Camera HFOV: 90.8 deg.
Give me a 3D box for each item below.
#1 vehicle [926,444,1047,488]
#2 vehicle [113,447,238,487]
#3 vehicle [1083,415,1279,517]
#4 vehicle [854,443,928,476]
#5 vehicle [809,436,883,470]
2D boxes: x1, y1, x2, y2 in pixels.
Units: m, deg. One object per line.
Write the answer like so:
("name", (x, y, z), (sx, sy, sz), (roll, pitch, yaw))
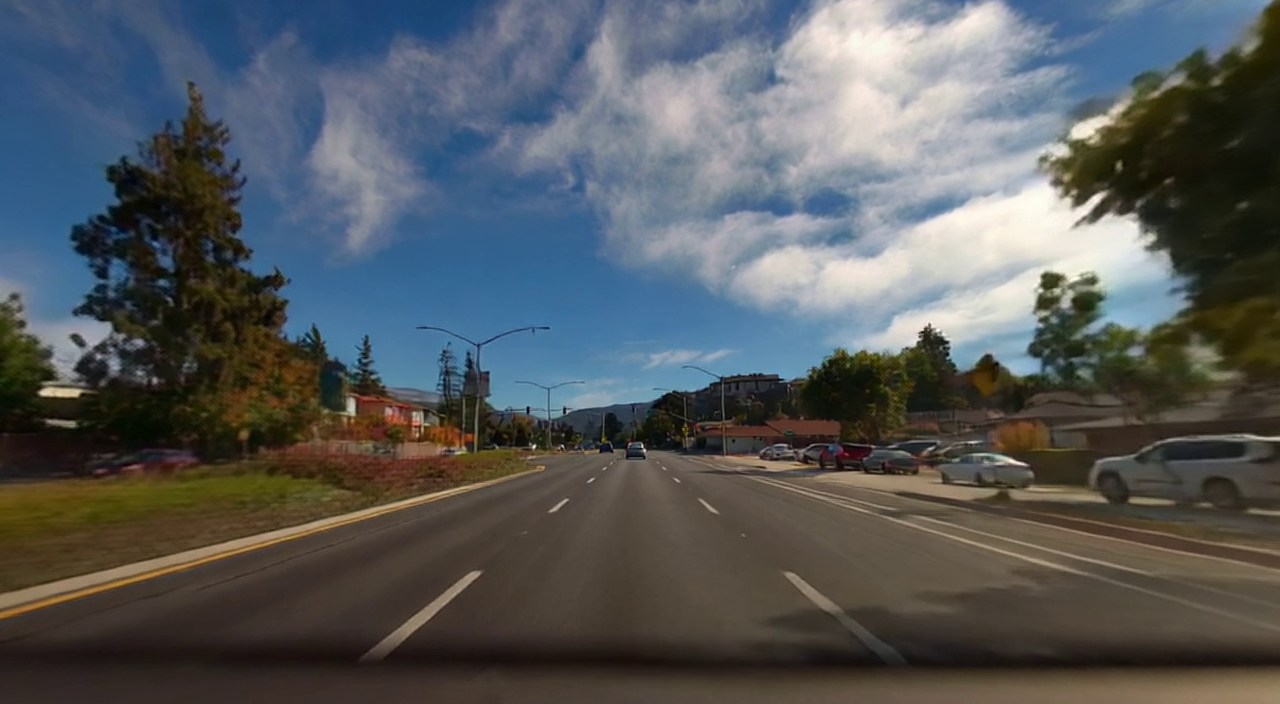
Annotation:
("vehicle", (12.715, 4.177, 23.615), (1.916, 1.452, 4.651), (0, -8, 1))
("vehicle", (-19.129, 4.738, 26.315), (1.815, 1.468, 4.398), (0, -8, 1))
("vehicle", (13.122, 2.484, 14.197), (2.047, 1.950, 5.112), (1, -8, -9))
("vehicle", (12.339, 5.321, 31.380), (1.836, 1.448, 4.624), (-1, -9, 1))
("vehicle", (12.506, 6.246, 38.907), (2.386, 1.919, 6.109), (-1, -9, -1))
